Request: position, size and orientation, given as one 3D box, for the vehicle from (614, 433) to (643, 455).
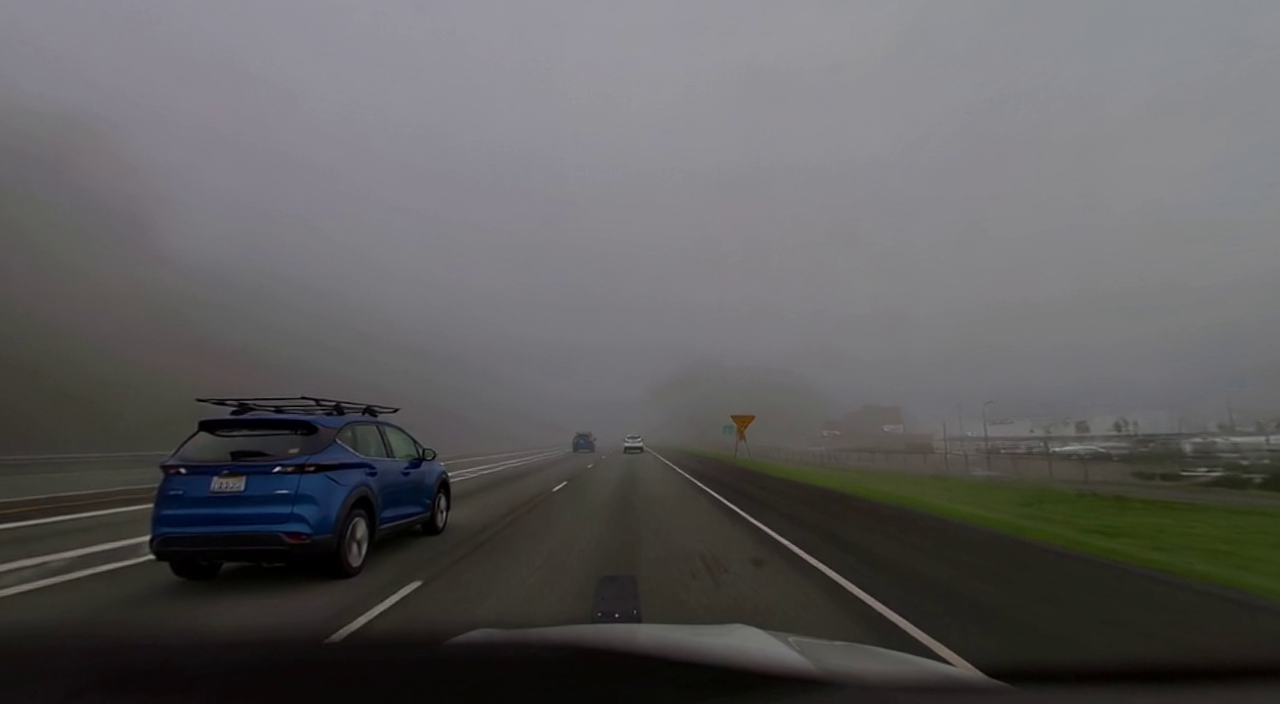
[{"bbox_3d":[-0.855,7.140,49.036,2.151,1.618,3.898,0,-8,-1],"label":"vehicle"}]
